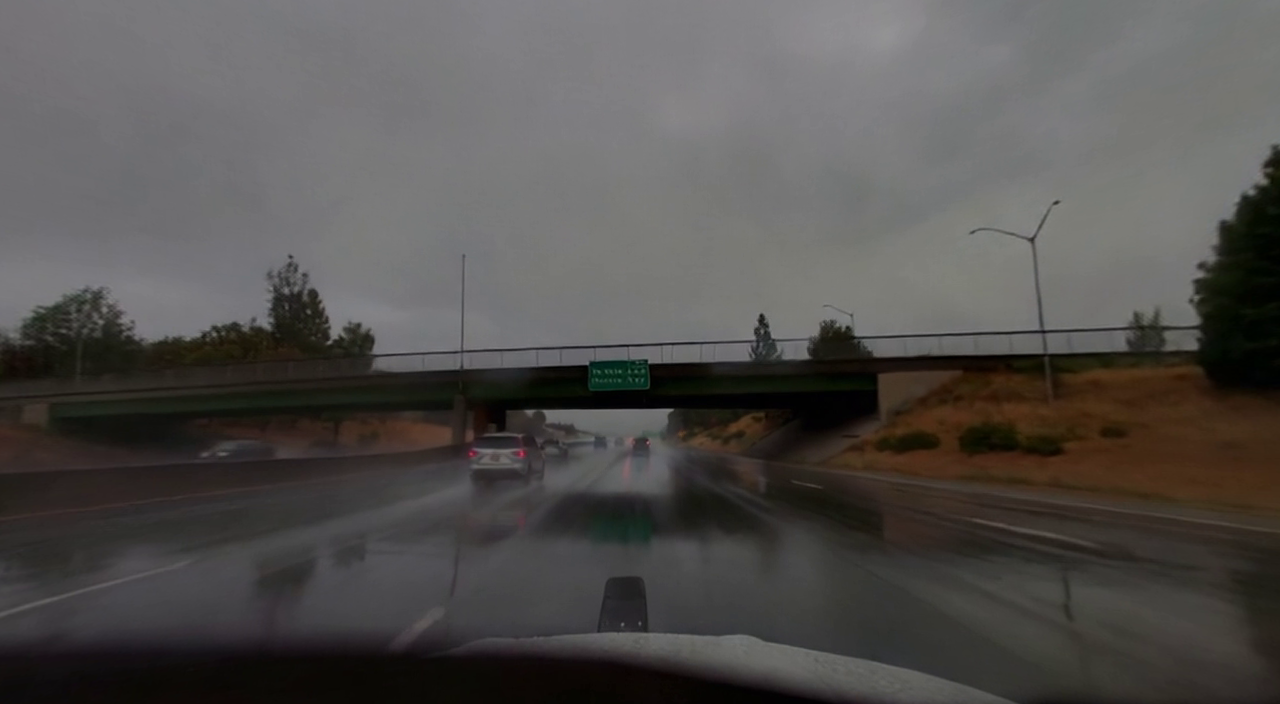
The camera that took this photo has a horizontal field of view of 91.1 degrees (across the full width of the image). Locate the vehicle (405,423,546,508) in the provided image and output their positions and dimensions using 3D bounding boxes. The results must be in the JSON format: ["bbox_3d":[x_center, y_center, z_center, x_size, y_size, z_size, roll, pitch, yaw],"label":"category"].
[{"bbox_3d":[-3.655,2.615,14.895,2.048,1.705,4.384,0,-8,1],"label":"vehicle"}]

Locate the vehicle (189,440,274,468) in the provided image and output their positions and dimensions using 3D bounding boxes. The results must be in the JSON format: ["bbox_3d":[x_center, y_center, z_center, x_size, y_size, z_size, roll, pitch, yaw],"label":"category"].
[{"bbox_3d":[-29.345,7.305,45.393,2.213,1.868,5.794,0,-8,1],"label":"vehicle"}]
